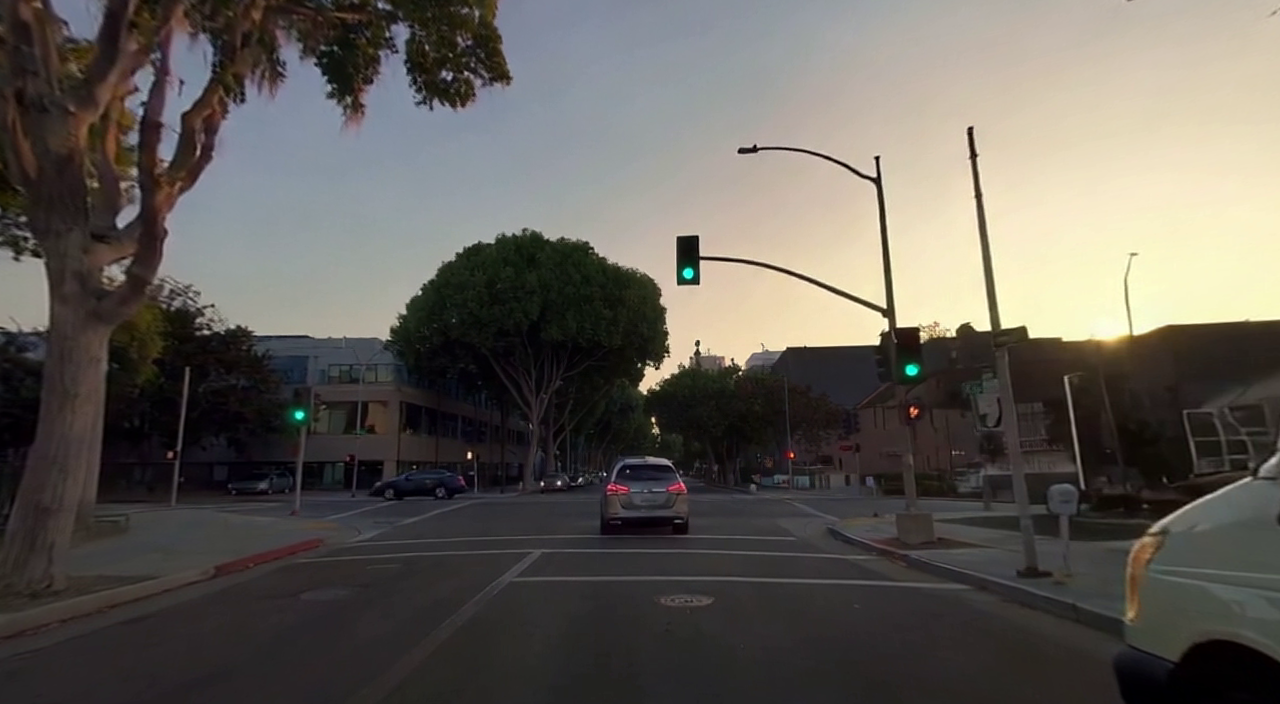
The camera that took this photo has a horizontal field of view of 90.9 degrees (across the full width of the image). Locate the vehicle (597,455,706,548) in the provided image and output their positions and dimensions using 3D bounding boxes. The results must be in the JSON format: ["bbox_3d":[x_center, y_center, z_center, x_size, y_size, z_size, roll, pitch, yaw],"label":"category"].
[{"bbox_3d":[0.140,3.055,13.306,1.961,1.629,3.610,1,-10,-2],"label":"vehicle"}]

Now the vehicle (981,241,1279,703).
[{"bbox_3d":[2.811,0.476,0.559,2.054,1.965,5.248,1,-11,0],"label":"vehicle"}]

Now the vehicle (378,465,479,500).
[{"bbox_3d":[-11.253,6.936,33.707,4.675,1.692,1.993,8,-13,-35],"label":"vehicle"}]

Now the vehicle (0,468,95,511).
[{"bbox_3d":[-25.359,5.562,25.654,4.407,1.654,2.016,0,-11,2],"label":"vehicle"}]

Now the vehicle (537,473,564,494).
[{"bbox_3d":[-6.913,10.131,48.772,1.757,1.473,3.712,1,-11,-4],"label":"vehicle"}]
